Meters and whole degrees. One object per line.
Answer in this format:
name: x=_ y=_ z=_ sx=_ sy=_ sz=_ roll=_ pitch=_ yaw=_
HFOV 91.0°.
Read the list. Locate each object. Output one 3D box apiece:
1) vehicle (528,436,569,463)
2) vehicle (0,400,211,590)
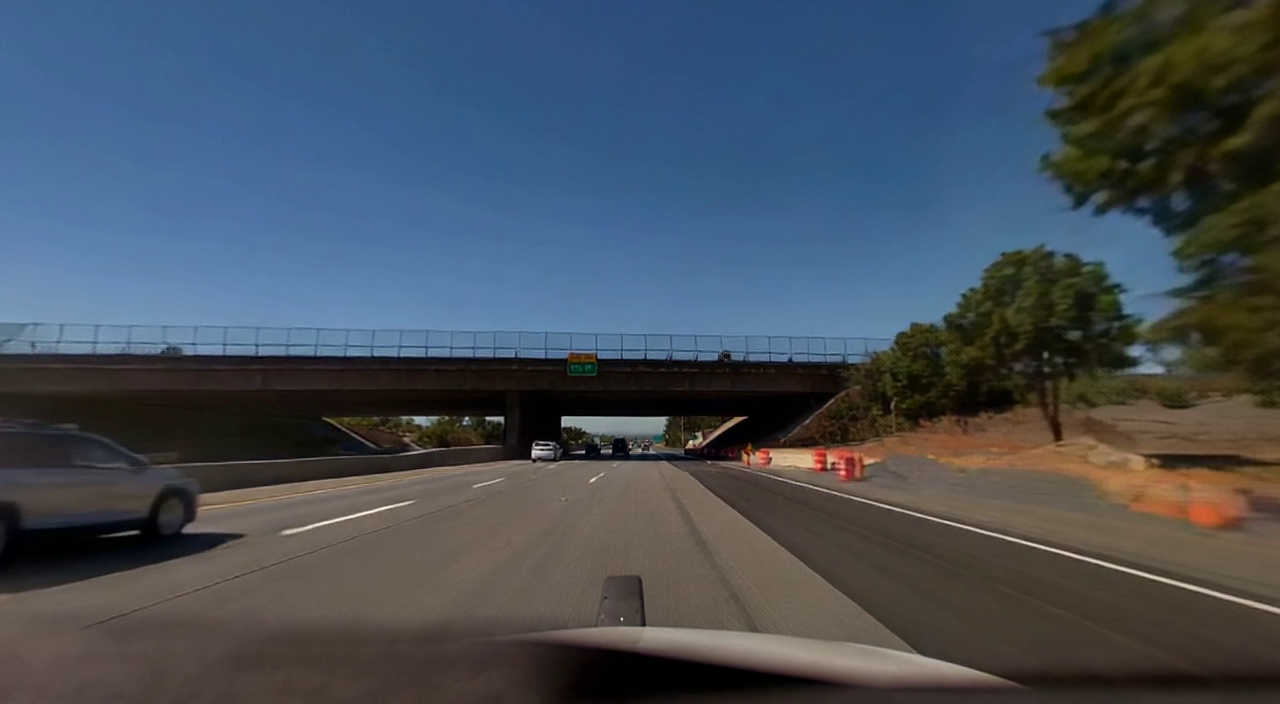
vehicle: x=-6.430 y=6.924 z=44.706 sx=2.103 sy=1.775 sz=4.966 roll=0 pitch=-8 yaw=1
vehicle: x=-6.889 y=1.310 z=5.821 sx=2.169 sy=1.701 sz=5.113 roll=0 pitch=-8 yaw=1
